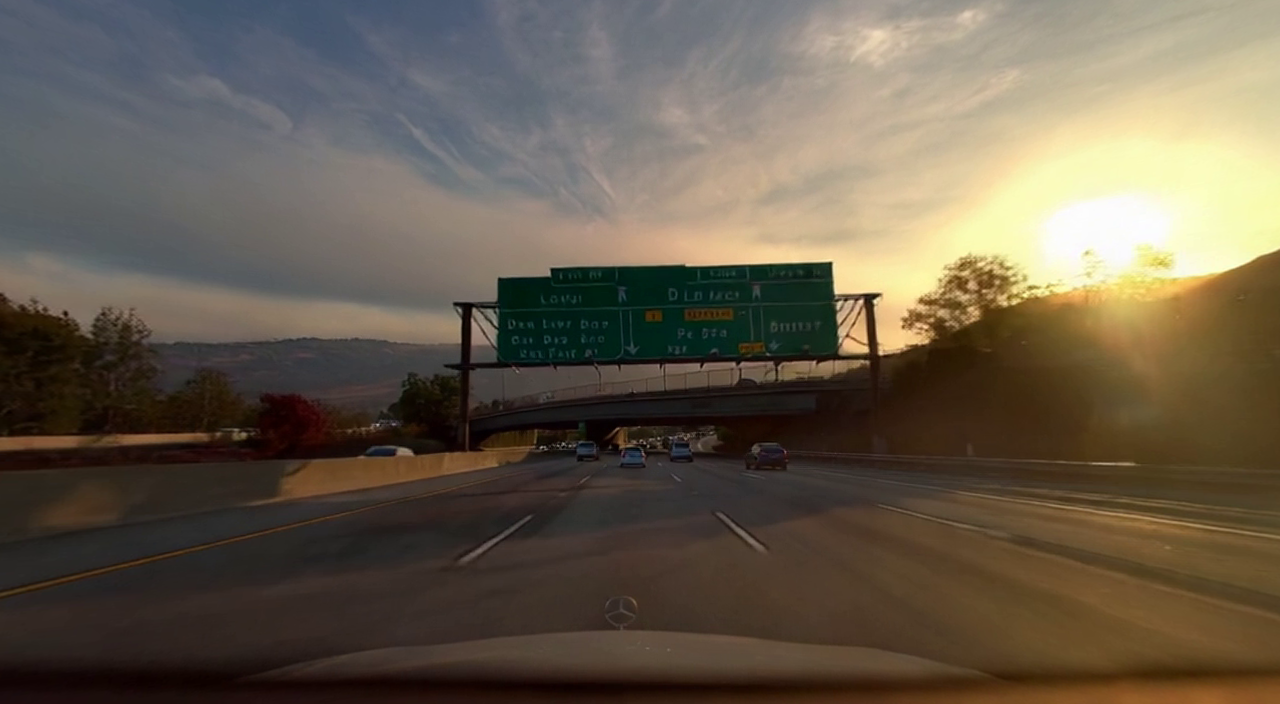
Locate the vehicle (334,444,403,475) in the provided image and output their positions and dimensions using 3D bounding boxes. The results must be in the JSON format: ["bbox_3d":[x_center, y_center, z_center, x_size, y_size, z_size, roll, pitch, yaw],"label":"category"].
[{"bbox_3d":[-14.412,5.695,33.818,1.837,1.527,4.169,0,-8,0],"label":"vehicle"}]

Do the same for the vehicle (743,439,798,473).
[{"bbox_3d":[6.669,5.345,32.643,1.936,1.625,3.991,0,-8,-1],"label":"vehicle"}]

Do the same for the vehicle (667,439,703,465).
[{"bbox_3d":[3.274,7.388,46.845,2.177,1.831,4.766,0,-8,-2],"label":"vehicle"}]

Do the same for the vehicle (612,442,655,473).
[{"bbox_3d":[-0.325,5.417,32.630,2.075,1.486,4.007,0,-8,0],"label":"vehicle"}]
